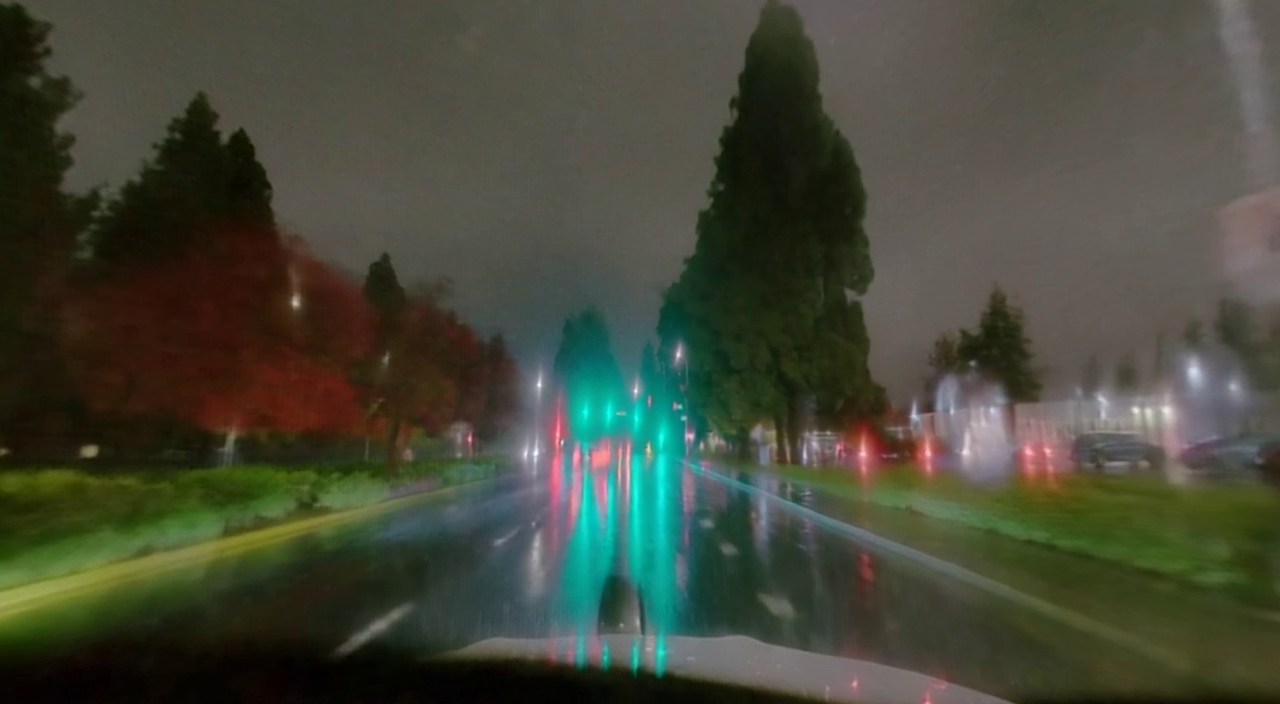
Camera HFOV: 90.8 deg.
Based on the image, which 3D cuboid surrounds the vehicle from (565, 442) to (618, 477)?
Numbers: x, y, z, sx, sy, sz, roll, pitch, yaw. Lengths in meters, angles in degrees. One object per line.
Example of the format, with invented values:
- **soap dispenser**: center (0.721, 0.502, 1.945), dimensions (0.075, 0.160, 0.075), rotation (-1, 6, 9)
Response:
- **vehicle**: center (-2.188, 5.026, 29.770), dimensions (2.011, 1.498, 4.914), rotation (0, -9, 1)

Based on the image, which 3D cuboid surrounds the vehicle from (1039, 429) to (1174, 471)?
- **vehicle**: center (17.327, 3.654, 23.566), dimensions (3.846, 1.488, 1.695), rotation (1, -9, -8)

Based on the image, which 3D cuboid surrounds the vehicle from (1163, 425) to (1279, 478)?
- **vehicle**: center (17.934, 2.894, 18.211), dimensions (4.382, 1.385, 1.925), rotation (3, -9, -11)

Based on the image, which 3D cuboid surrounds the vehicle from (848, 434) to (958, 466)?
- **vehicle**: center (15.444, 5.778, 37.283), dimensions (5.604, 1.833, 2.128), rotation (1, -9, -8)

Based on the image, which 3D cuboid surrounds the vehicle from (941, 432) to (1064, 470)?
- **vehicle**: center (16.713, 4.563, 29.250), dimensions (4.564, 1.663, 2.033), rotation (1, -9, -9)
